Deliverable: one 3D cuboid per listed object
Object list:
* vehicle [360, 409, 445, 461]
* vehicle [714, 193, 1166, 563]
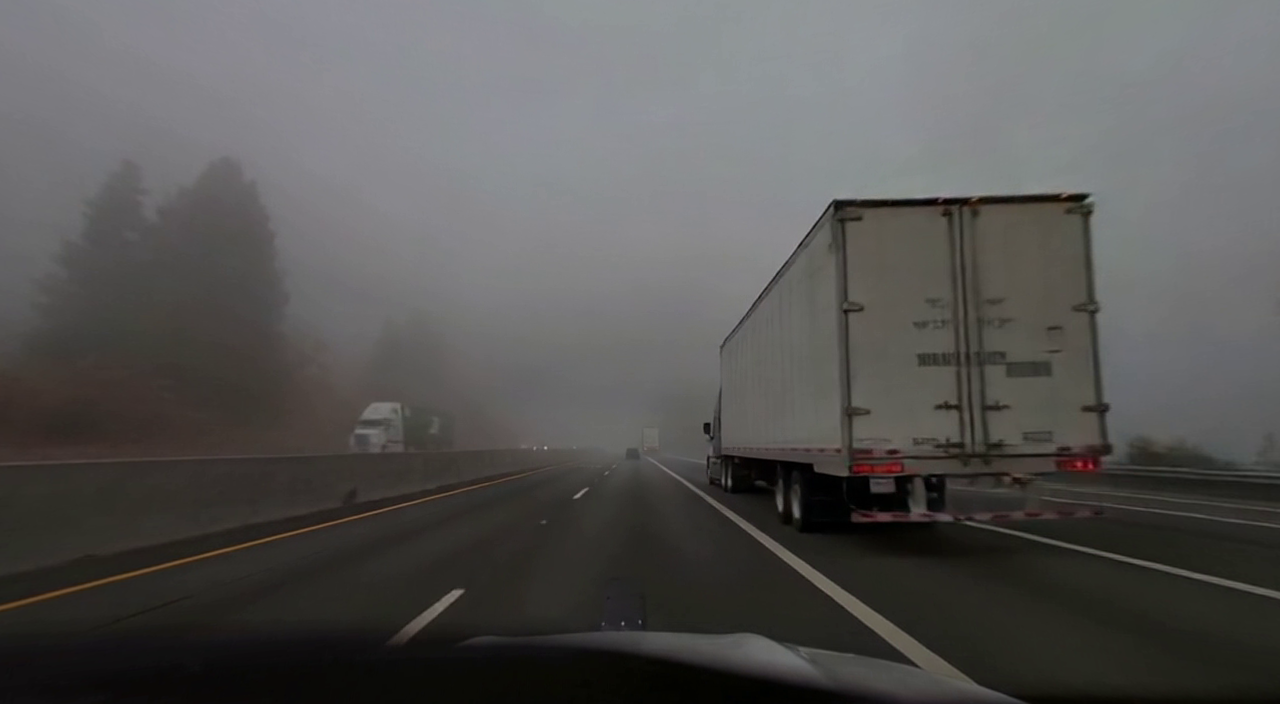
[{"bbox_3d":[-15.535,5.585,41.881,2.626,3.136,7.570,0,-9,0],"label":"vehicle"},{"bbox_3d":[4.134,1.252,14.170,3.323,4.262,14.056,0,-9,0],"label":"vehicle"}]
